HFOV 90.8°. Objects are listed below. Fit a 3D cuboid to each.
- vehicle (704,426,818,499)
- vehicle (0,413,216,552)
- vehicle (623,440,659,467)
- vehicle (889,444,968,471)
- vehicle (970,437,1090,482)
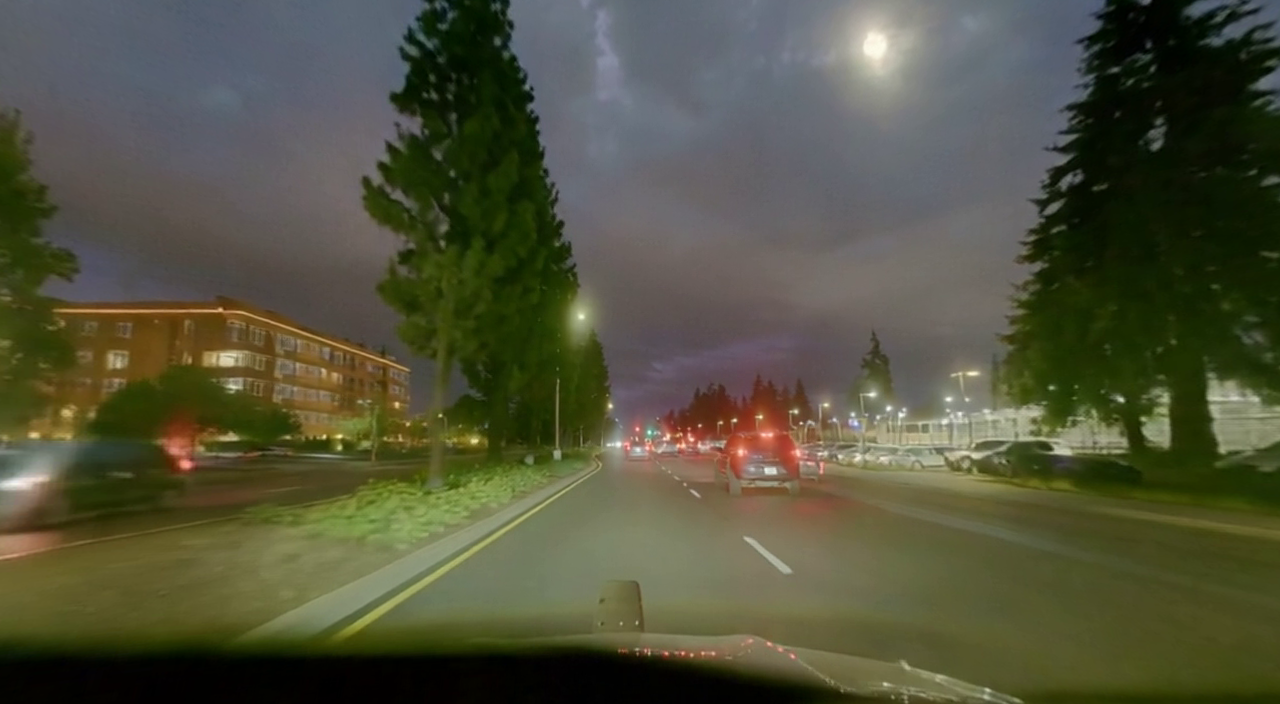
[{"bbox_3d":[3.276,3.136,18.227,2.235,1.806,4.818,0,-9,-1],"label":"vehicle"},{"bbox_3d":[-9.107,1.883,9.555,2.093,1.728,4.735,0,-9,0],"label":"vehicle"},{"bbox_3d":[0.032,6.336,39.634,2.145,1.572,4.021,0,-9,-1],"label":"vehicle"},{"bbox_3d":[17.320,6.312,37.990,3.958,1.524,2.061,3,-10,-20],"label":"vehicle"},{"bbox_3d":[15.962,4.409,26.210,1.812,1.687,4.579,1,-9,-3],"label":"vehicle"}]
